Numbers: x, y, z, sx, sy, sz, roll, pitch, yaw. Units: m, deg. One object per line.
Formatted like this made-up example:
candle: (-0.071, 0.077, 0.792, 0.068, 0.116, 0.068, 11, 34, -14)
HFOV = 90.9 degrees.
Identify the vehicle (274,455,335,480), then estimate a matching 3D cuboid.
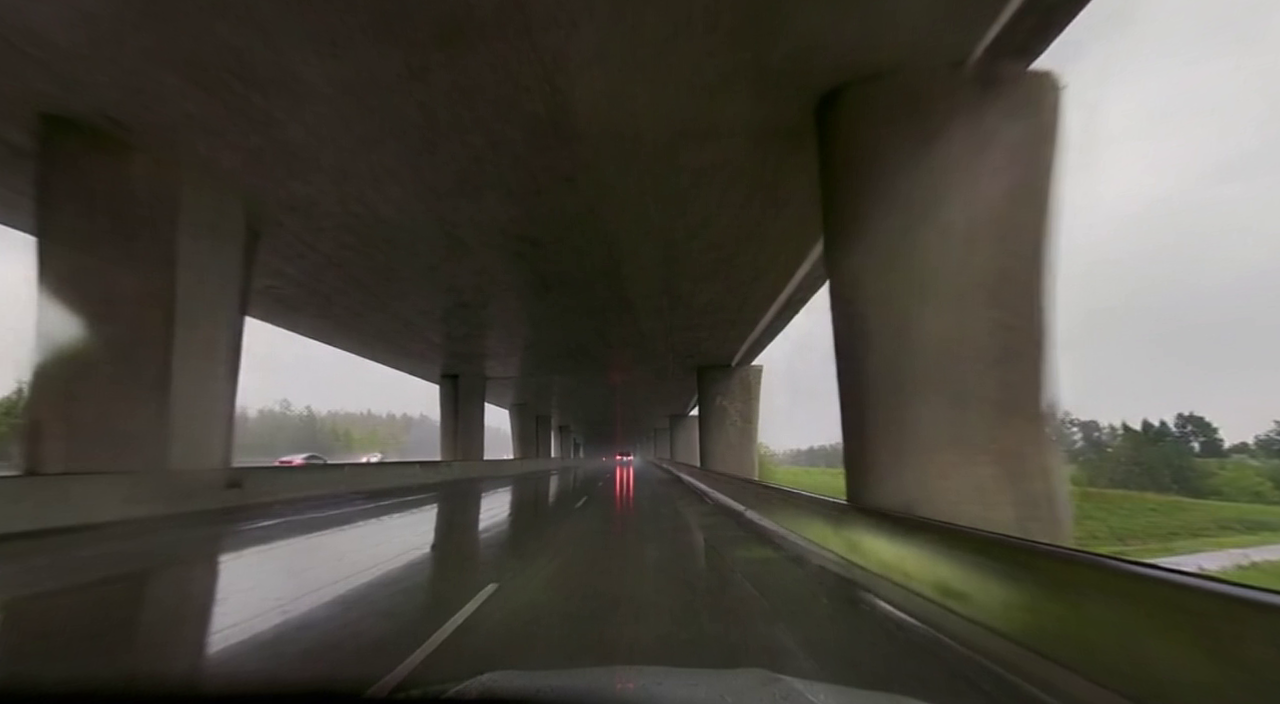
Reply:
vehicle: (-24.055, 8.287, 45.346, 1.817, 1.626, 4.551, 0, -9, 1)
